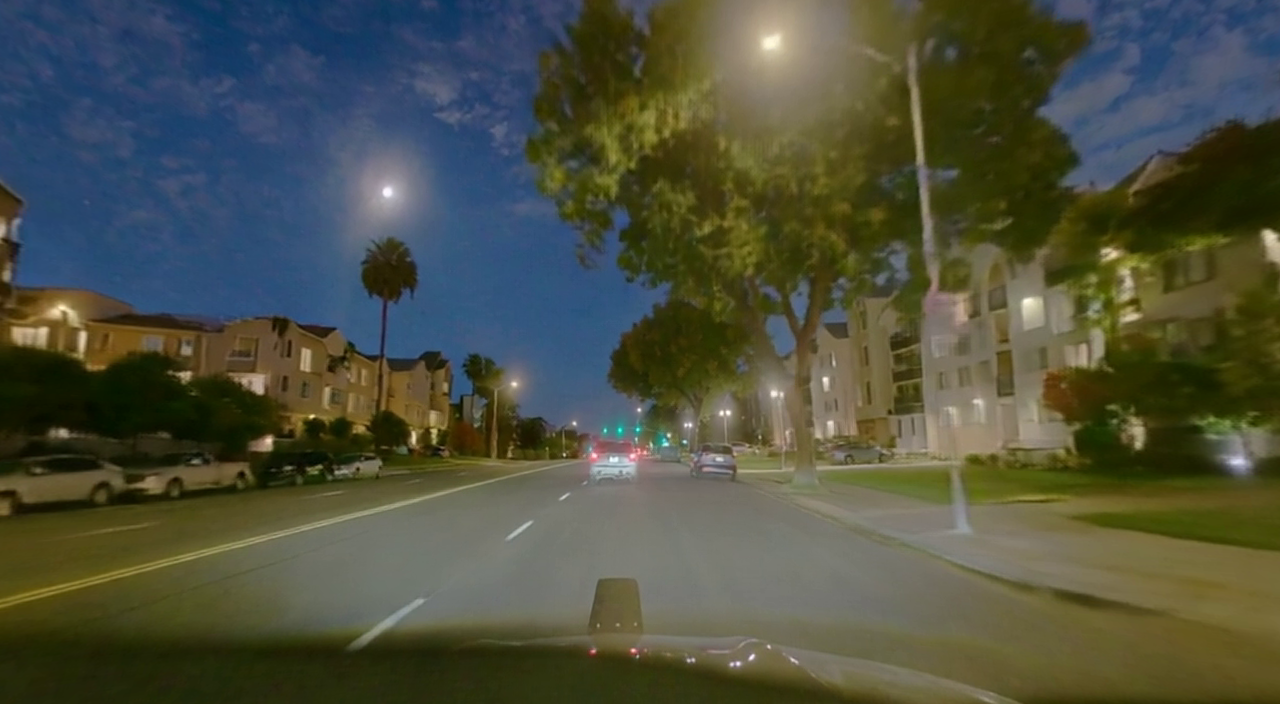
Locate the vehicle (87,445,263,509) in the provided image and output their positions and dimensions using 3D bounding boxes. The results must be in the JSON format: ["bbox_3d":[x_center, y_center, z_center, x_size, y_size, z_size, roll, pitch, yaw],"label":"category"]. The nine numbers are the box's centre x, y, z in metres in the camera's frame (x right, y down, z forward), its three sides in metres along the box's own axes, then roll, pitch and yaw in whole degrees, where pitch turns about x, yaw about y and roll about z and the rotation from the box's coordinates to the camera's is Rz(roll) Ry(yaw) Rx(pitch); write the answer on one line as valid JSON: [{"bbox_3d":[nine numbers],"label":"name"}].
[{"bbox_3d":[-14.067,3.752,19.505,1.875,1.496,4.728,-4,-7,1],"label":"vehicle"}]

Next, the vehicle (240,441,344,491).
[{"bbox_3d":[-14.067,4.587,25.762,1.890,1.640,4.320,-3,-7,-1],"label":"vehicle"}]

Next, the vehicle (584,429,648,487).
[{"bbox_3d":[-0.727,3.693,22.267,1.994,1.810,5.057,0,-8,0],"label":"vehicle"}]

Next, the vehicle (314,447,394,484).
[{"bbox_3d":[-14.164,5.604,31.467,1.877,1.443,4.677,-3,-7,-1],"label":"vehicle"}]

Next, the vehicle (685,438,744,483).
[{"bbox_3d":[3.315,4.910,28.695,1.949,1.685,4.161,6,-9,-1],"label":"vehicle"}]

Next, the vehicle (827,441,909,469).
[{"bbox_3d":[13.922,6.313,38.580,4.238,1.621,2.067,0,-8,-1],"label":"vehicle"}]

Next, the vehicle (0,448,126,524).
[{"bbox_3d":[-14.114,2.989,13.955,1.884,1.451,4.435,-4,-7,-2],"label":"vehicle"}]
